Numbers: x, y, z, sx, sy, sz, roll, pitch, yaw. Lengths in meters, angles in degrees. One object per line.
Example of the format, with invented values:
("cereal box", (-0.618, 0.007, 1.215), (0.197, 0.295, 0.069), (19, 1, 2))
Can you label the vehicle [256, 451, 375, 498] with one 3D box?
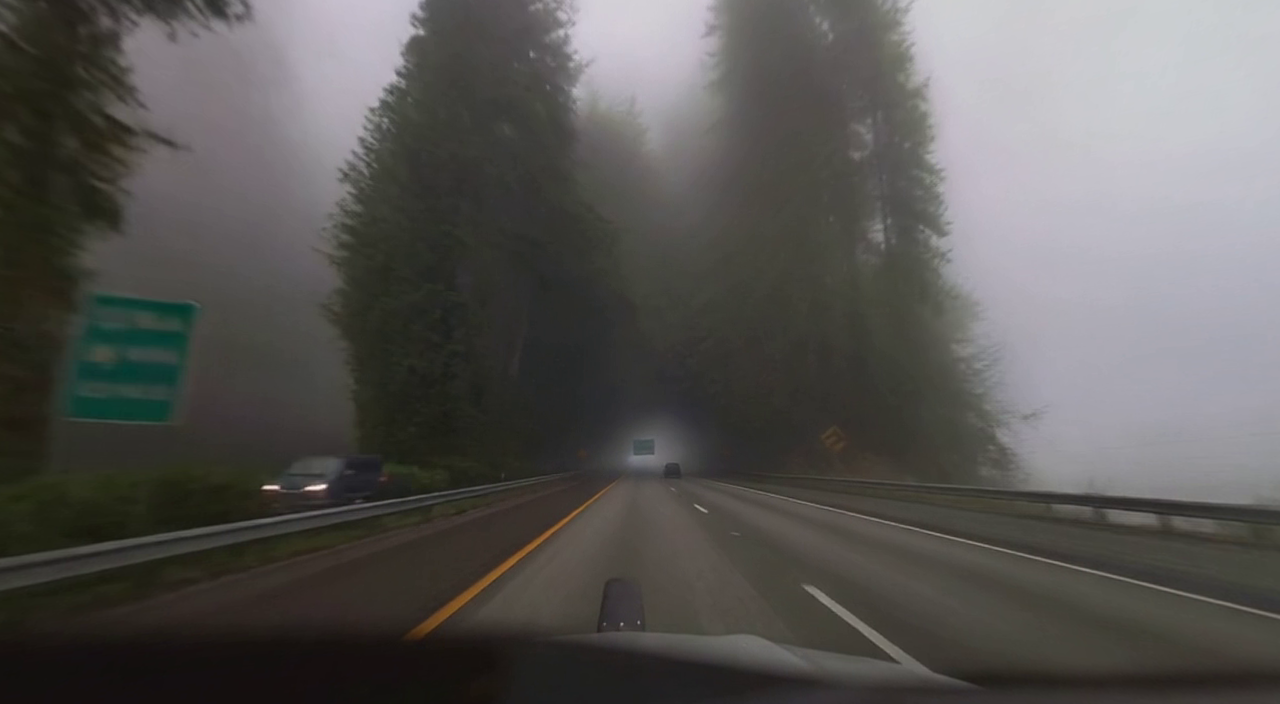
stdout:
("vehicle", (-11.852, 4.533, 23.437), (1.958, 1.559, 4.565), (1, -10, 0))
